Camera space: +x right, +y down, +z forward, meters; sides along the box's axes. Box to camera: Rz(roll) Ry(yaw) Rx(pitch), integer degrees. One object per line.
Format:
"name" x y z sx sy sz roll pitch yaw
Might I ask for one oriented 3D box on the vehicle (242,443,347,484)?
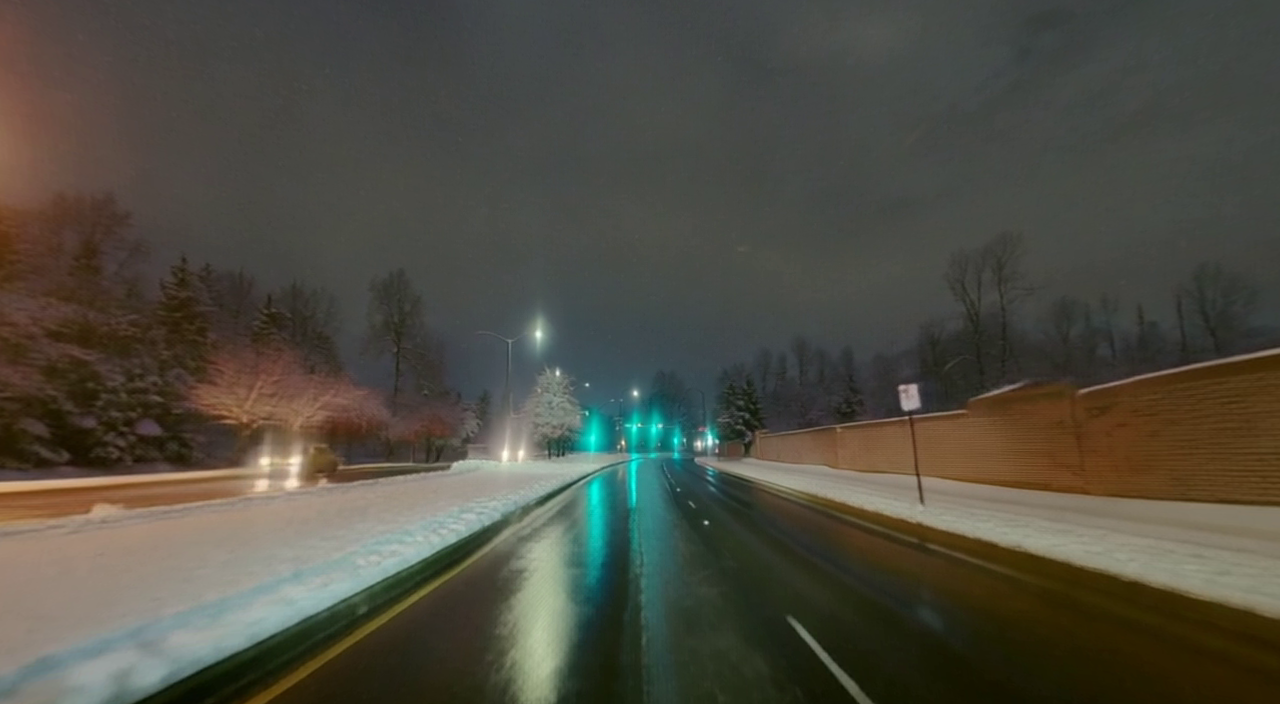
"vehicle" -14.775 4.767 27.259 1.995 1.630 4.533 0 -8 -1
